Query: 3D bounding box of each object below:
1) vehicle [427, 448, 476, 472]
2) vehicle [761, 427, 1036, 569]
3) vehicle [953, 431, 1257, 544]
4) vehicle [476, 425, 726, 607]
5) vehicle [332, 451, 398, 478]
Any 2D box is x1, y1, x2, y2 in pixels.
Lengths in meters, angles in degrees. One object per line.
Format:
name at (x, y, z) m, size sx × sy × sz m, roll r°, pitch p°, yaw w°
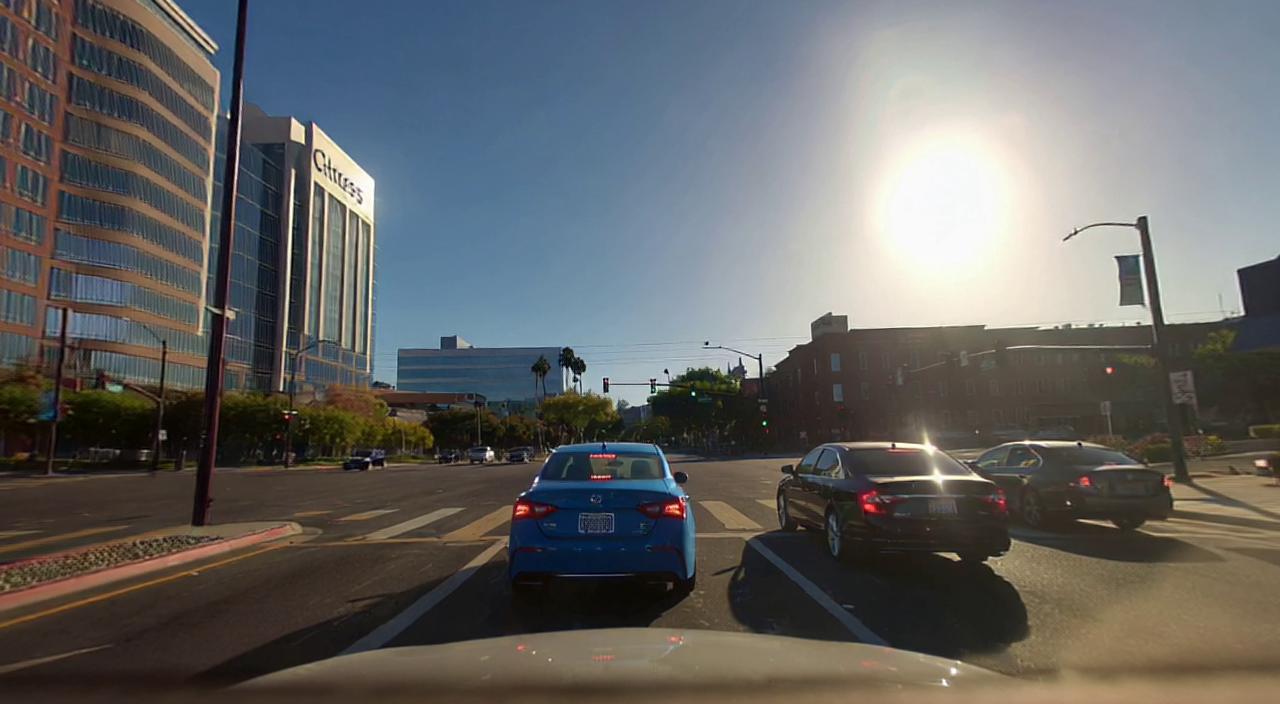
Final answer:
vehicle at (-13.052, 7.497, 43.975) m, size 2.049 × 1.483 × 4.407 m, roll 0°, pitch -8°, yaw 0°
vehicle at (3.215, 1.888, 8.967) m, size 2.042 × 1.508 × 4.109 m, roll 0°, pitch -8°, yaw -2°
vehicle at (7.444, 2.165, 10.784) m, size 1.908 × 1.517 × 4.182 m, roll 0°, pitch -8°, yaw -1°
vehicle at (-0.369, 1.654, 7.286) m, size 2.059 × 1.477 × 3.988 m, roll 0°, pitch -8°, yaw -1°
vehicle at (-16.781, 6.874, 38.736) m, size 2.048 × 1.463 × 4.530 m, roll 0°, pitch -8°, yaw -1°
